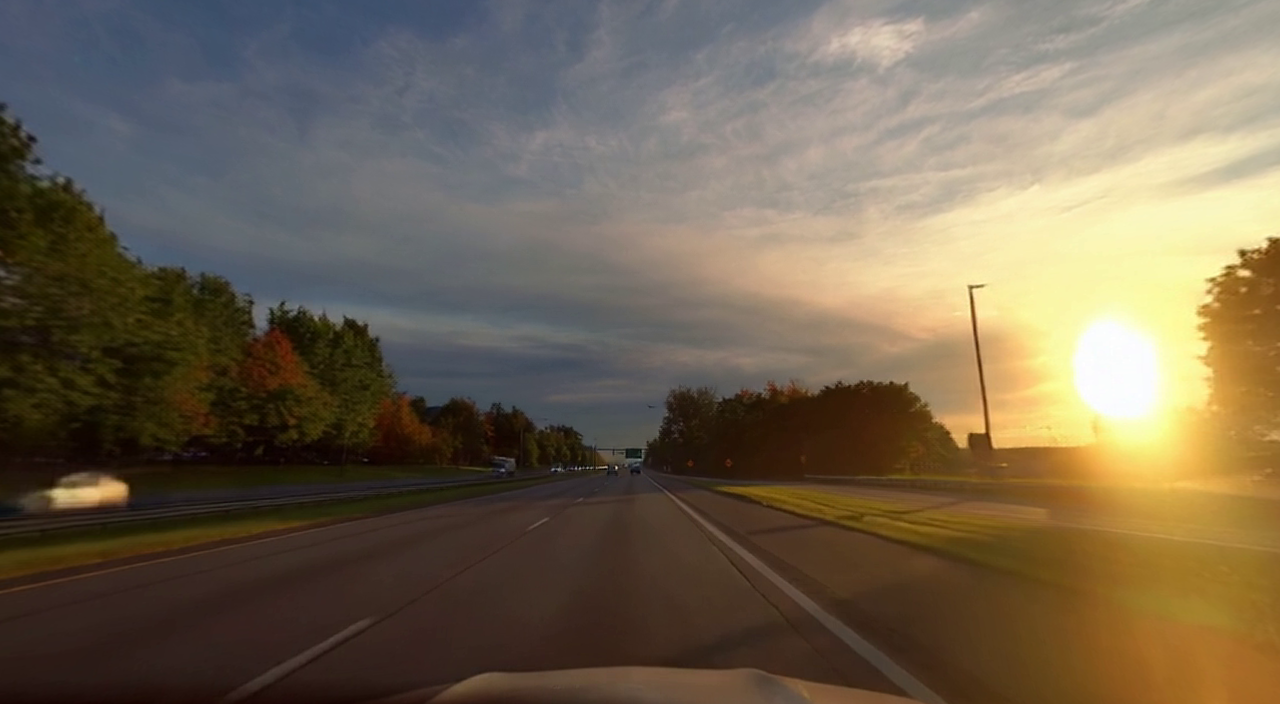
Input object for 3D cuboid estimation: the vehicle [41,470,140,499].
[{"bbox_3d":[-30.237,7.291,34.864,1.700,1.420,4.152,1,-11,0],"label":"vehicle"}]
